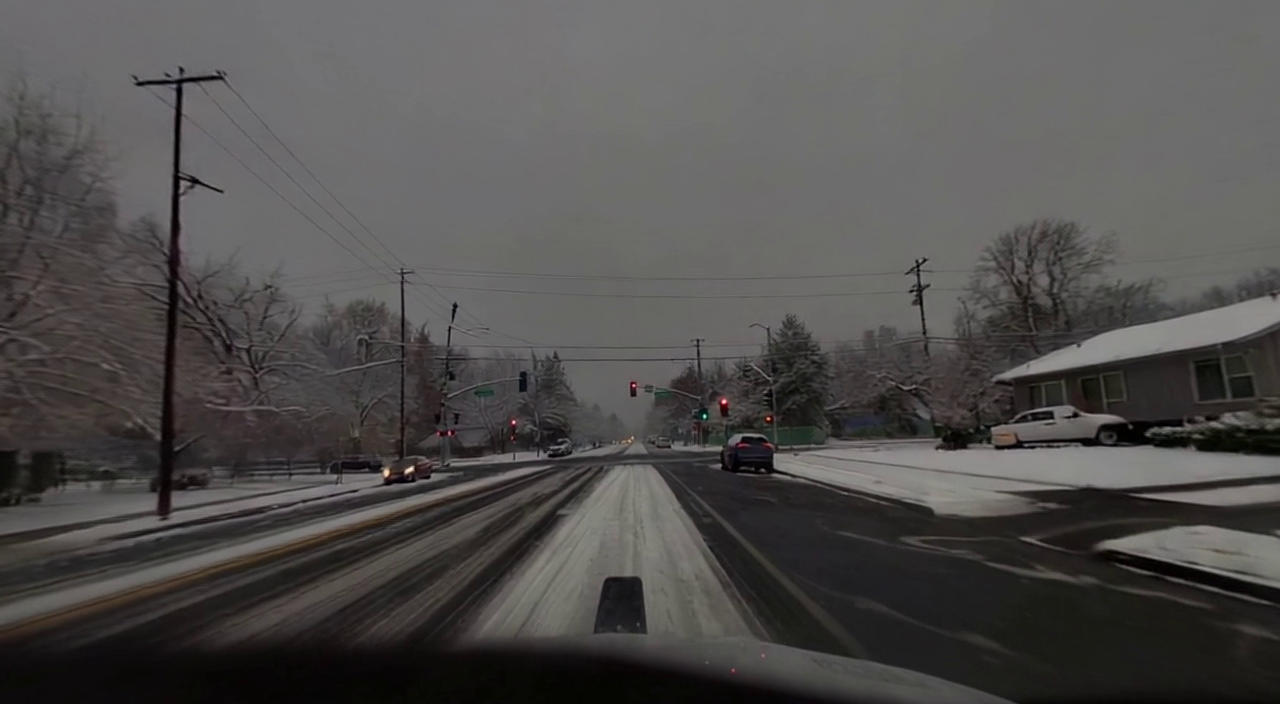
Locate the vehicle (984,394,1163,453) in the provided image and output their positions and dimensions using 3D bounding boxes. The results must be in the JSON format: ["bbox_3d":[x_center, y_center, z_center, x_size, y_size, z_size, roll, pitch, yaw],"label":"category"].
[{"bbox_3d":[14.570,2.455,21.450,4.500,1.875,2.046,0,-8,-1],"label":"vehicle"}]

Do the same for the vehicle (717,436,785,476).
[{"bbox_3d":[4.509,4.306,26.351,1.963,1.477,4.804,0,-9,0],"label":"vehicle"}]

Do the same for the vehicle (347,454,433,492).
[{"bbox_3d":[-11.506,5.573,29.434,2.029,1.550,4.562,-1,-8,1],"label":"vehicle"}]
